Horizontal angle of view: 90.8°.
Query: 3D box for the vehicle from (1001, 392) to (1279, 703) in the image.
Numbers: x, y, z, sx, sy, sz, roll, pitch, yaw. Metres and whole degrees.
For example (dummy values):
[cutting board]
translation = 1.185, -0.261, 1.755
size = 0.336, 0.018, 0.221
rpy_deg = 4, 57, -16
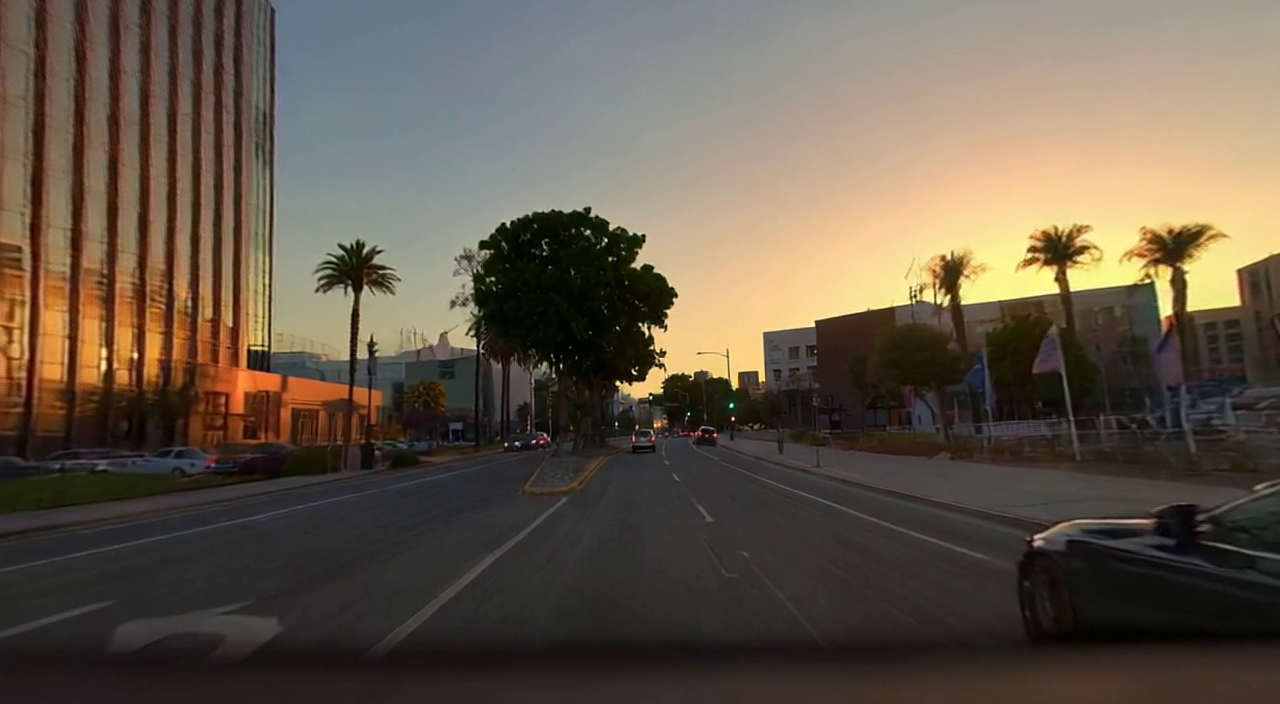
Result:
[vehicle]
translation = 3.218, 0.780, 1.519
size = 1.990, 1.476, 4.491
rpy_deg = 0, -9, -1
